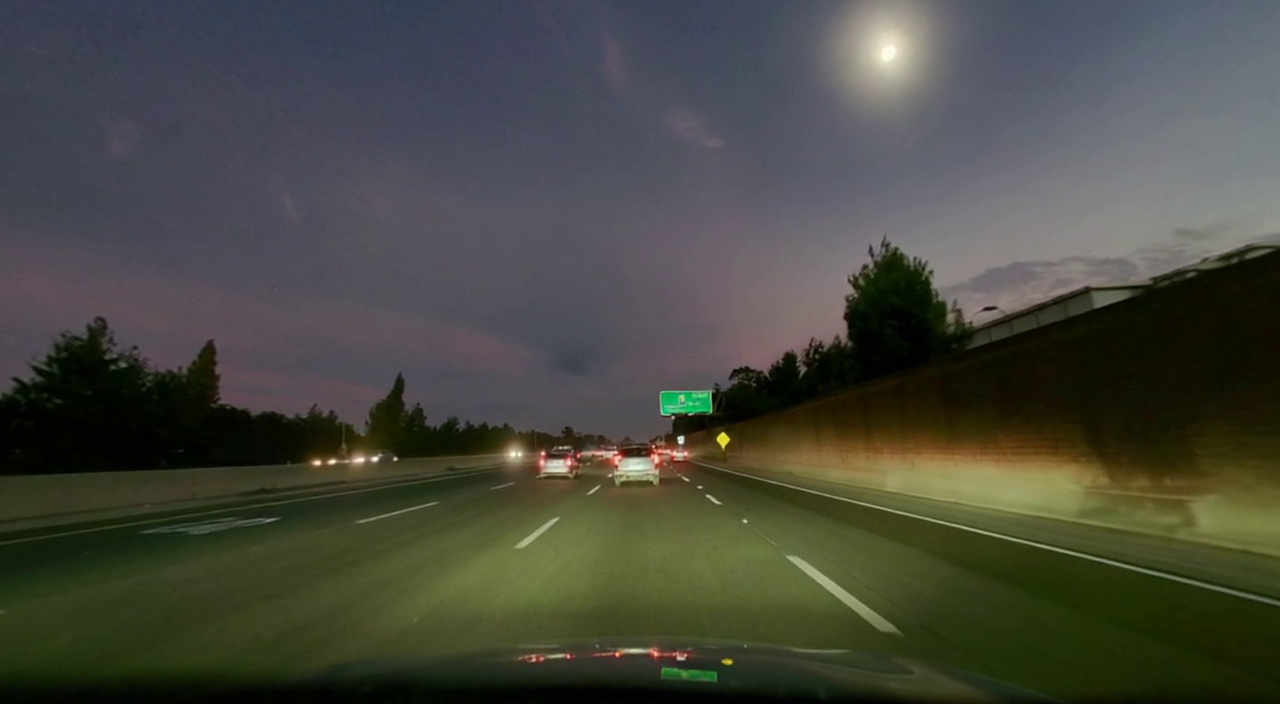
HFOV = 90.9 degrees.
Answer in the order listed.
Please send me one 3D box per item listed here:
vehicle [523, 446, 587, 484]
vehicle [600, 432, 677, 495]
[{"bbox_3d":[-3.442,4.647,26.298,1.967,1.442,4.143,0,-9,2],"label":"vehicle"},{"bbox_3d":[-0.017,3.535,20.350,2.233,1.804,4.273,0,-9,1],"label":"vehicle"}]
